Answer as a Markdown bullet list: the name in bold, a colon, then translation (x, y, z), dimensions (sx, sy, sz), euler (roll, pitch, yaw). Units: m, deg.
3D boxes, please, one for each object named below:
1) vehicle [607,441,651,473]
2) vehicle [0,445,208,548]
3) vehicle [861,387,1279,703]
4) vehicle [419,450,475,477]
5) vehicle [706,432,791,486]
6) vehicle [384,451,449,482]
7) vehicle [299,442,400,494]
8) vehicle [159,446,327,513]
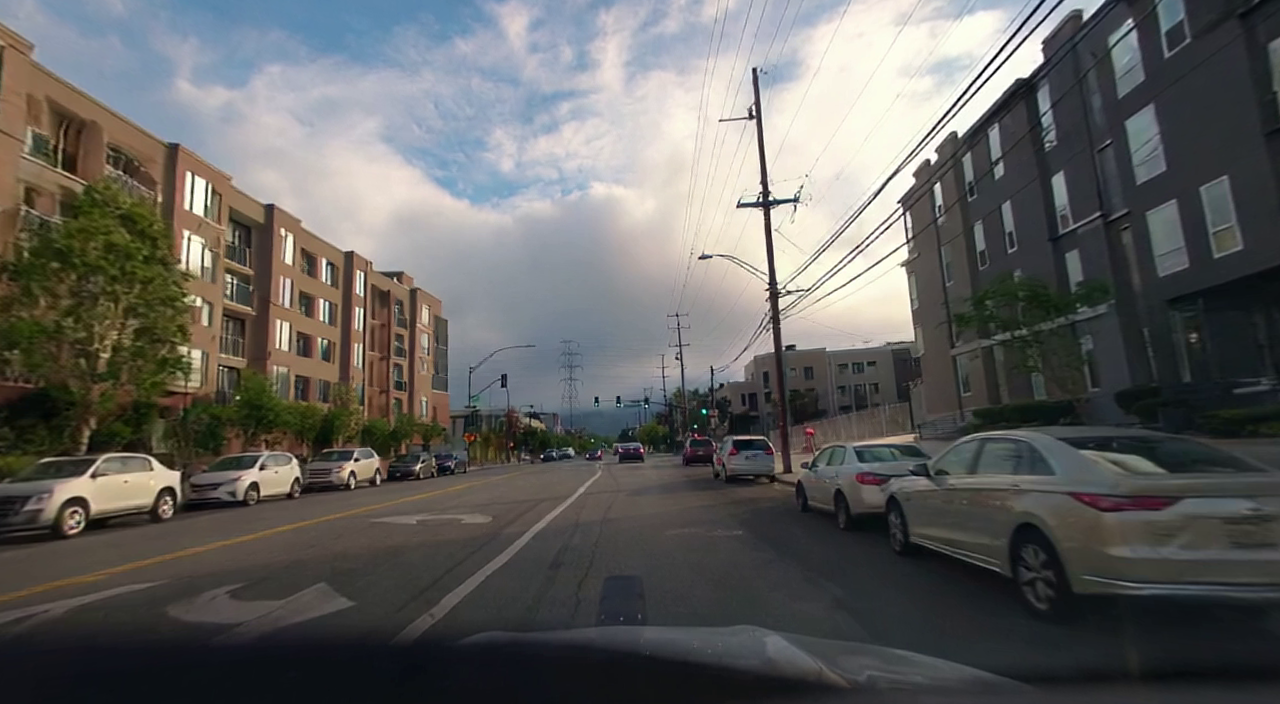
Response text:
- **vehicle**: translation (-0.492, 5.120, 30.952), dimensions (2.019, 1.453, 4.129), euler (0, -8, 1)
- **vehicle**: translation (-11.740, 2.917, 13.524), dimensions (1.920, 1.813, 4.372), euler (0, -8, -1)
- **vehicle**: translation (3.966, 1.381, 5.853), dimensions (1.973, 1.660, 5.031), euler (0, -8, 0)
- **vehicle**: translation (-11.672, 6.732, 38.544), dimensions (1.910, 1.498, 4.662), euler (0, -8, 1)
- **vehicle**: translation (3.795, 3.859, 23.029), dimensions (2.186, 1.764, 4.470), euler (0, -8, -2)
- **vehicle**: translation (-11.854, 6.065, 33.754), dimensions (2.004, 1.526, 3.807), euler (0, -8, 1)
- **vehicle**: translation (-11.778, 4.684, 26.047), dimensions (1.997, 1.918, 4.736), euler (0, -8, -1)
- **vehicle**: translation (-11.787, 3.754, 19.241), dimensions (2.039, 1.781, 4.536), euler (0, -8, 1)
